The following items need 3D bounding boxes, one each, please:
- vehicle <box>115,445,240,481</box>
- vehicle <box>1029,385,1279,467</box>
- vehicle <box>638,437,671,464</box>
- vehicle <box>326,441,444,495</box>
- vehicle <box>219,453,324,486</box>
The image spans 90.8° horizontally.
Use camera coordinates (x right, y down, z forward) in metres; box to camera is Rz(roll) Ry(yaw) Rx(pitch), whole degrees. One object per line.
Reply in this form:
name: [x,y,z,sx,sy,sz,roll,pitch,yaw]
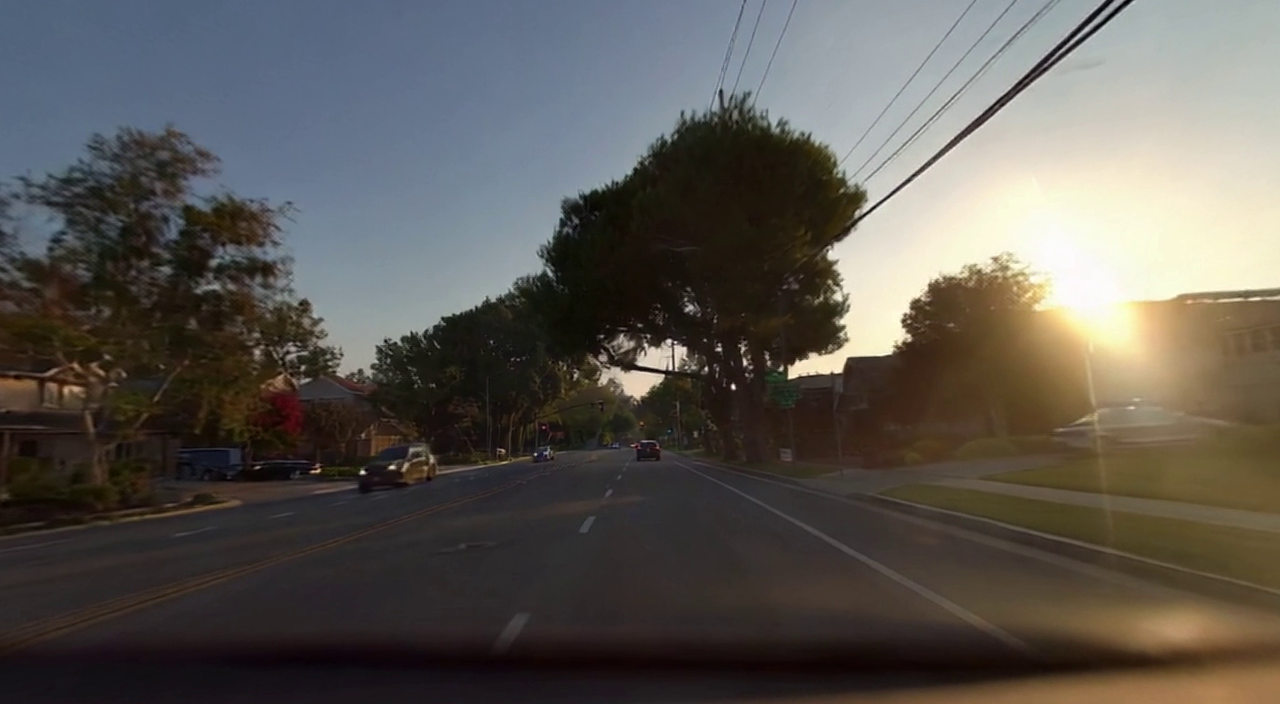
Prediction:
vehicle: [-26.521,6.371,36.400,5.412,1.959,2.230,0,-8,0]
vehicle: [16.743,2.413,20.516,6.339,2.103,2.660,-4,-8,0]
vehicle: [1.004,7.040,45.126,2.215,1.799,4.426,0,-8,0]
vehicle: [-10.306,4.706,26.222,2.337,1.963,5.862,-1,-8,2]
vehicle: [-20.863,6.673,35.947,4.797,1.518,1.957,-3,-8,0]
